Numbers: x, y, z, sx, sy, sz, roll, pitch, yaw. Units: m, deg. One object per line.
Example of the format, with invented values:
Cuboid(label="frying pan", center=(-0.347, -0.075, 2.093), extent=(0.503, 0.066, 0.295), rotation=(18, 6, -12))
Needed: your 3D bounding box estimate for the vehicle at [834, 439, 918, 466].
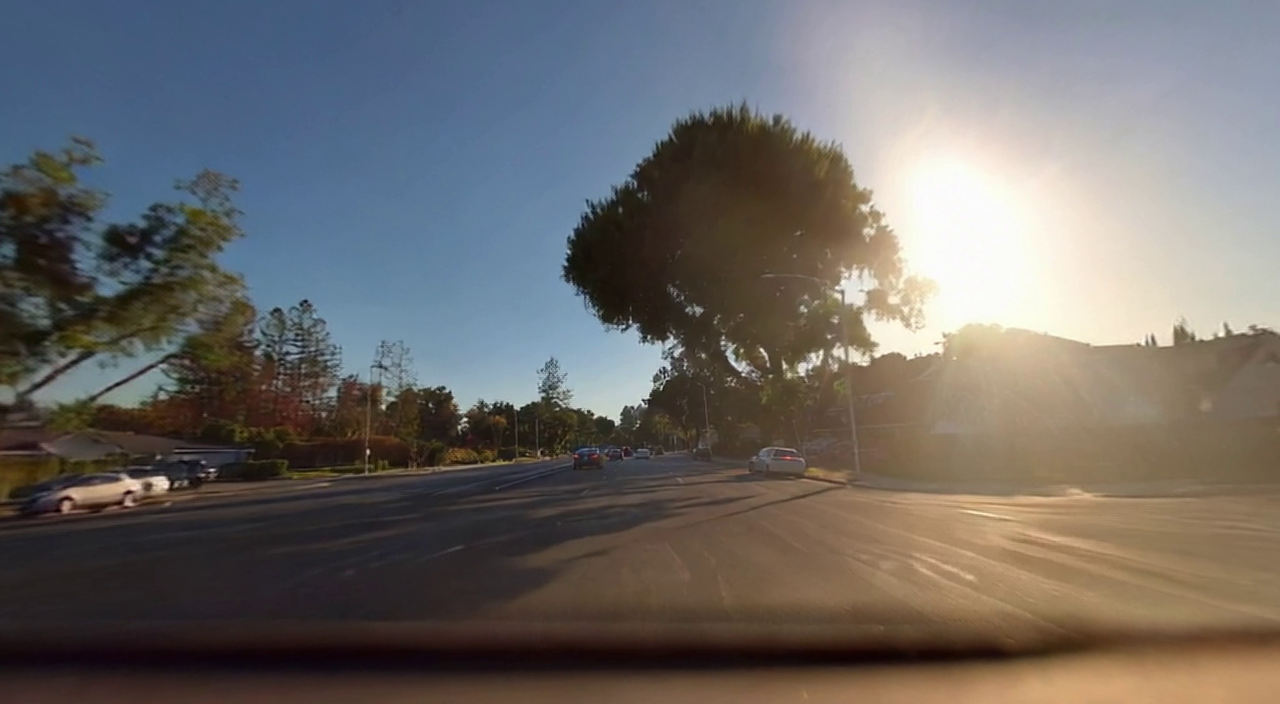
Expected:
Cuboid(label="vehicle", center=(15.514, 6.619, 41.701), extent=(4.748, 1.608, 1.929), rotation=(-2, -9, 1))

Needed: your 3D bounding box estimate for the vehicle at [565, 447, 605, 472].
Cuboid(label="vehicle", center=(-3.531, 7.031, 41.596), extent=(2.263, 1.548, 4.555), rotation=(0, -8, -1))

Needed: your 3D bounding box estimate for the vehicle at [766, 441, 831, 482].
Cuboid(label="vehicle", center=(7.741, 5.426, 31.287), extent=(2.006, 1.758, 4.311), rotation=(4, -10, 0))

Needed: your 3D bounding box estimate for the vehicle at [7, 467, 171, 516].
Cuboid(label="vehicle", center=(-21.225, 5.362, 24.709), extent=(2.003, 1.555, 4.921), rotation=(-1, -9, 0))
